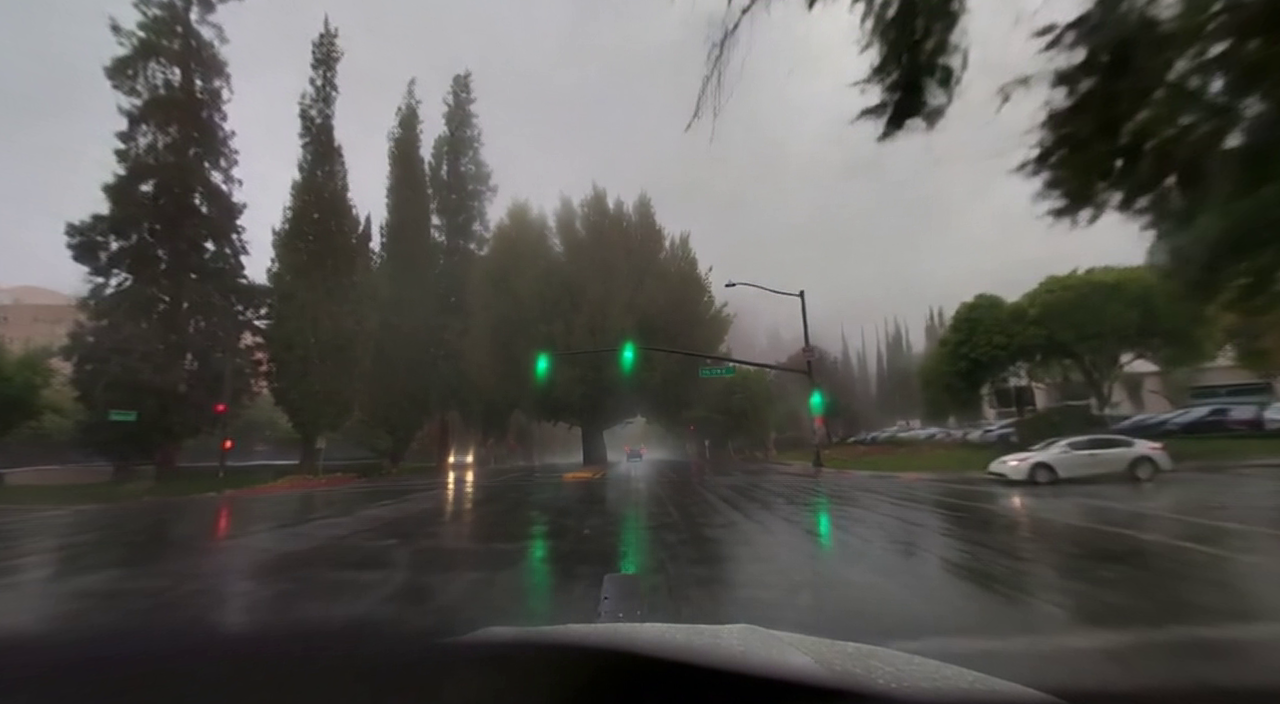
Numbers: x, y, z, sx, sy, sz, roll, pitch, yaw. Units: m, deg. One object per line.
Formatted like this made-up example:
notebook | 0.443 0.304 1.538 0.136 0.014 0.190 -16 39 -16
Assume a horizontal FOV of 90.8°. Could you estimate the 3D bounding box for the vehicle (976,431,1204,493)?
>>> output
vehicle | 12.001 2.961 17.111 4.611 1.505 2.029 0 -9 -1
